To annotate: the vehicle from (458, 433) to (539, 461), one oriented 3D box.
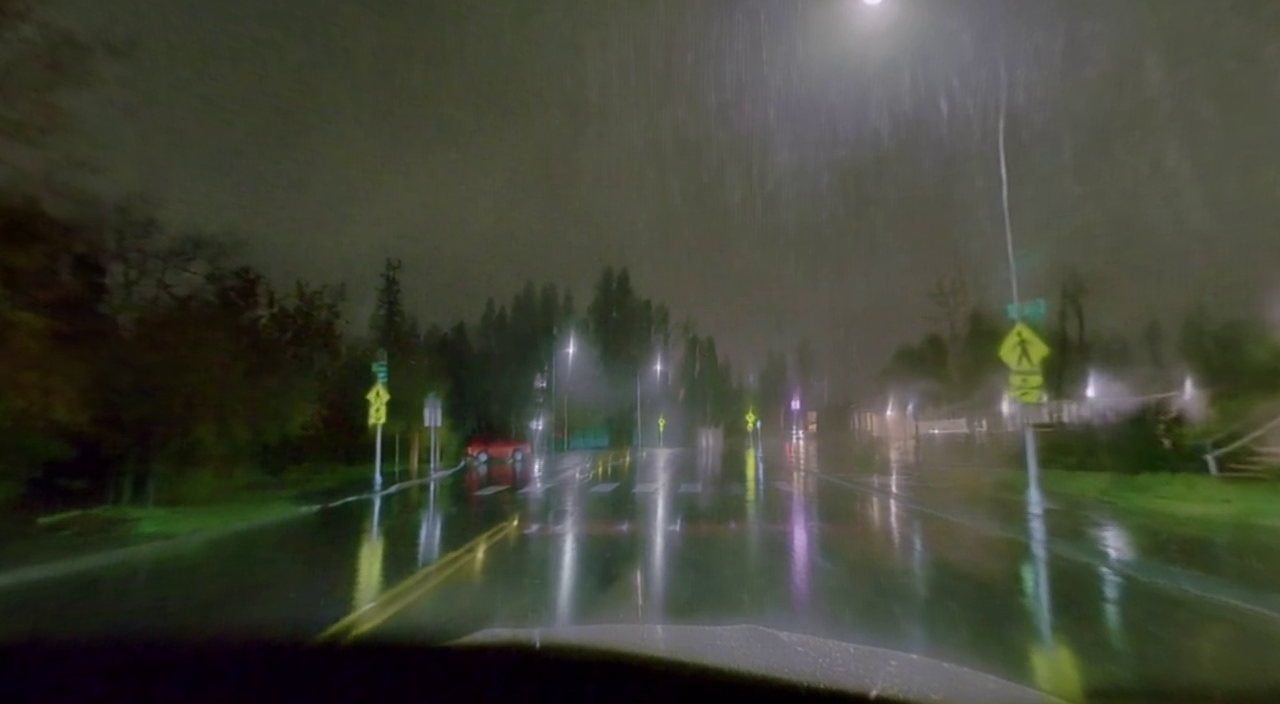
[{"bbox_3d":[-8.564,5.761,38.293,4.377,1.596,1.836,-2,-9,14],"label":"vehicle"}]
